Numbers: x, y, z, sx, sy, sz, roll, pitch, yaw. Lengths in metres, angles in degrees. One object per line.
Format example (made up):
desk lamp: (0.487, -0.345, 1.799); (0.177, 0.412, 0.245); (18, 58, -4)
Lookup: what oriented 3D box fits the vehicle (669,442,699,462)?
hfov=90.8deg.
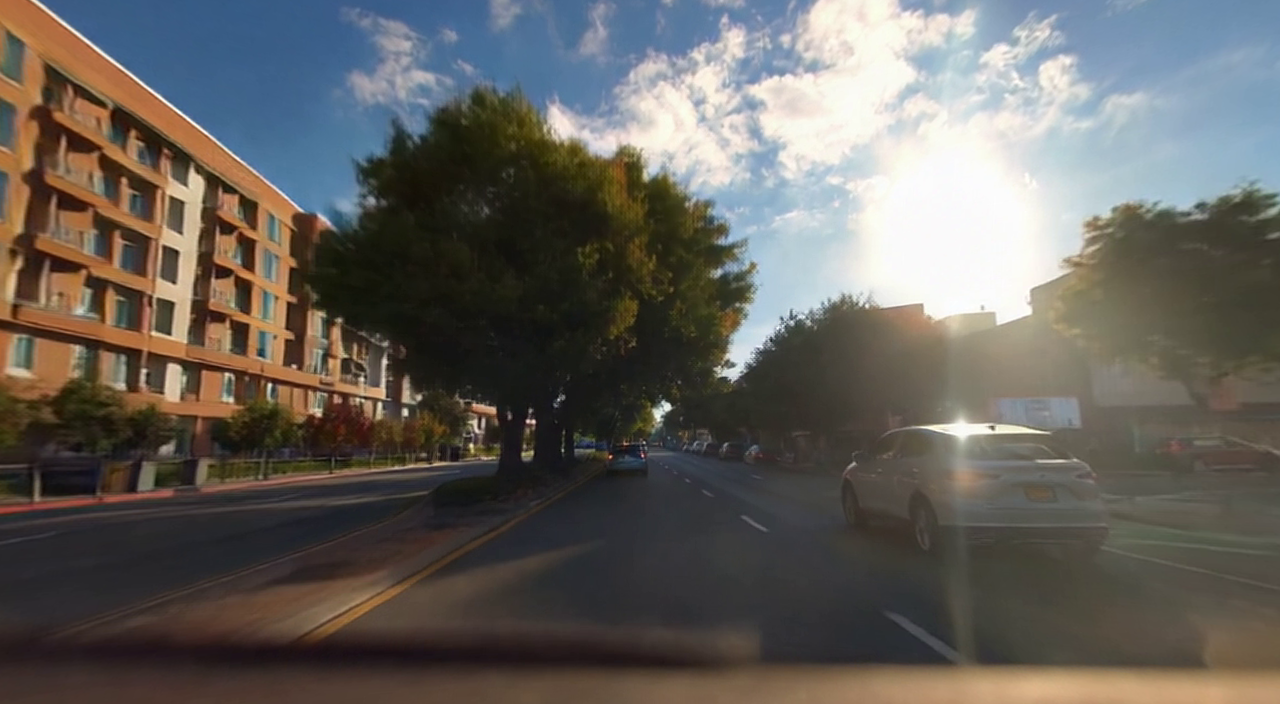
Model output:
vehicle: (3.395, 7.832, 49.545); (1.910, 1.474, 4.003); (0, -9, -2)

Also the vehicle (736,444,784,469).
vehicle: (7.528, 6.588, 40.068); (1.962, 1.484, 4.644); (0, -9, -2)

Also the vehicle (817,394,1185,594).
vehicle: (3.720, 1.532, 7.571); (1.949, 1.723, 4.020); (0, -9, -1)

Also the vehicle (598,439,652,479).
vehicle: (-0.540, 4.276, 25.426); (2.006, 1.487, 3.535); (0, -9, 1)

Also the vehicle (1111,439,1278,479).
vehicle: (22.142, 4.271, 25.388); (4.692, 1.499, 2.117); (0, -9, -1)
